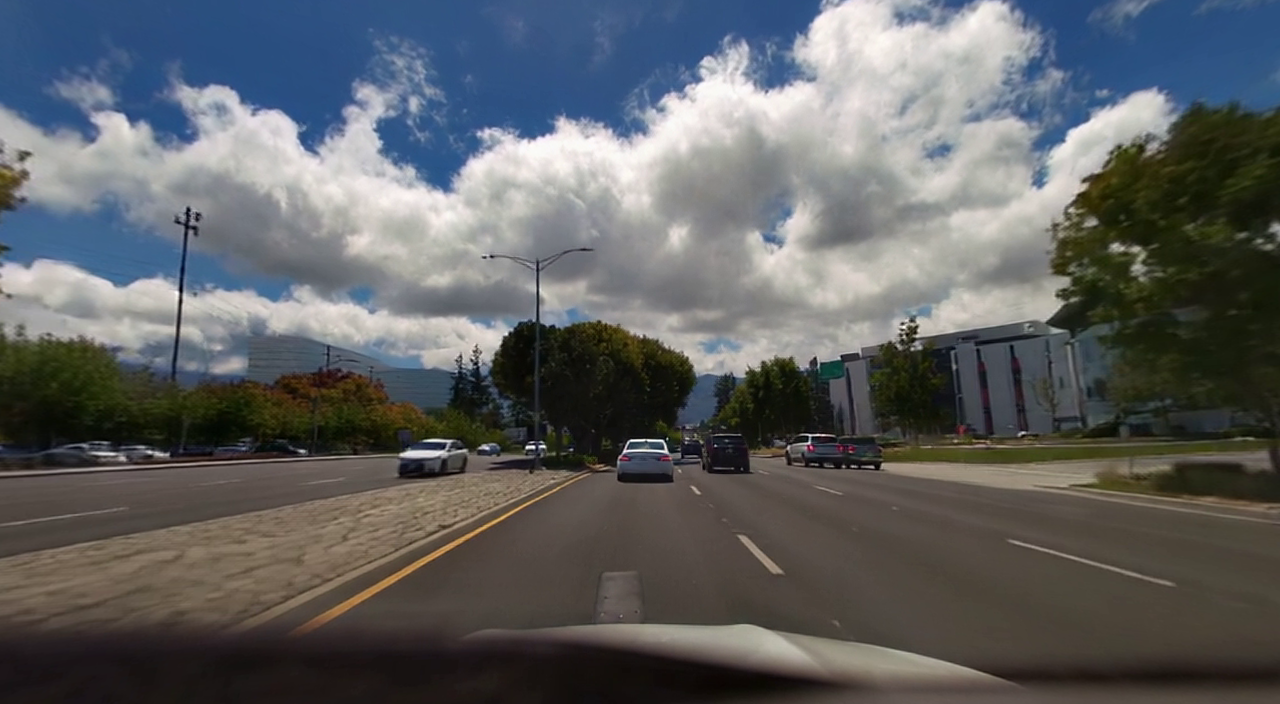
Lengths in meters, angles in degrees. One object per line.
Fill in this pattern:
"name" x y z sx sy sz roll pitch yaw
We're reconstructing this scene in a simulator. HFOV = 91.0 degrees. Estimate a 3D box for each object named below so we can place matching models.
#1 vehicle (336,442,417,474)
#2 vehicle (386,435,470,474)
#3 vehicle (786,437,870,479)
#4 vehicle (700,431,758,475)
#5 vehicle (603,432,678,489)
"vehicle" -12.828 5.182 30.958 1.915 1.456 4.636 0 -9 1
"vehicle" -9.078 4.430 27.412 2.074 1.543 4.536 0 -9 0
"vehicle" 7.280 4.145 24.841 1.928 1.488 4.361 0 -9 0
"vehicle" 3.876 4.470 28.117 1.976 1.796 4.159 0 -9 0
"vehicle" 0.014 3.438 20.275 2.145 1.603 4.369 0 -9 0
